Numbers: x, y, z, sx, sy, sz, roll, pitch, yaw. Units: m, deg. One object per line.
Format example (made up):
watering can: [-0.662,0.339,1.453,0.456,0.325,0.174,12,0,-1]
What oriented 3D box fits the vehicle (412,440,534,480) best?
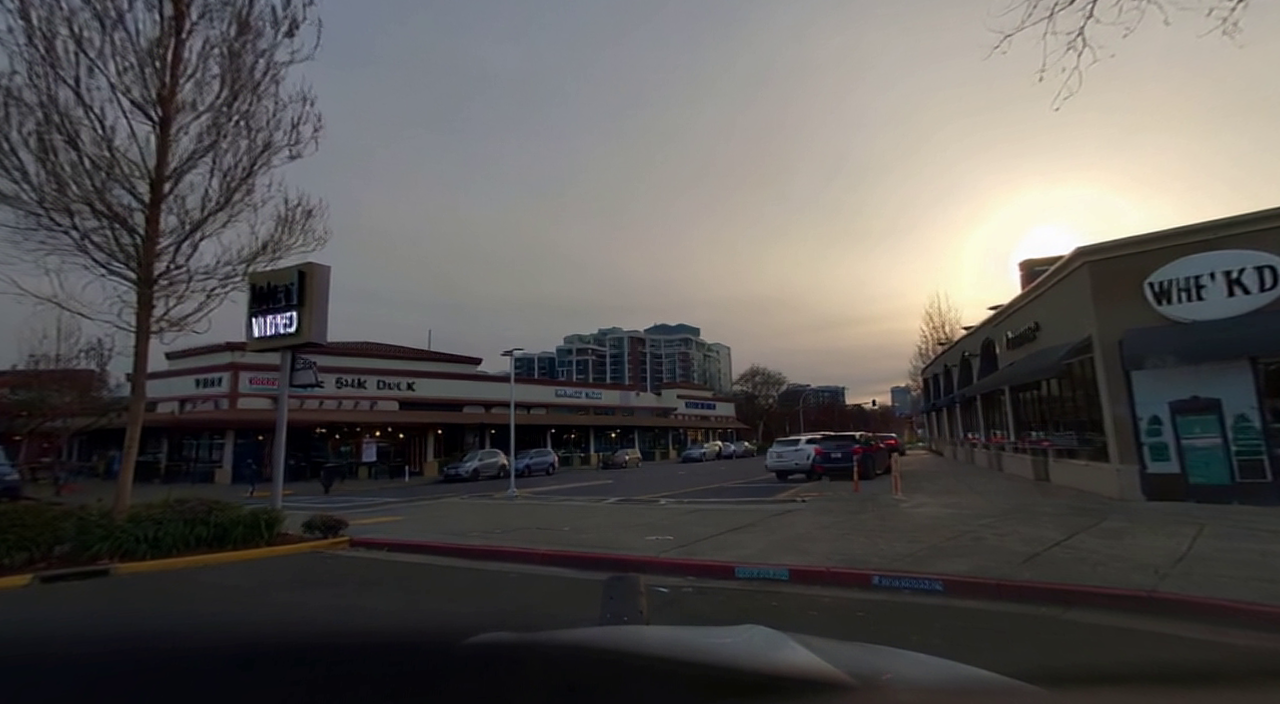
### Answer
vehicle: [-7.275,4.716,27.654,4.814,1.618,1.869,-2,-9,12]

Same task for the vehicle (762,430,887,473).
vehicle: [7.745,4.182,26.505,4.706,1.663,1.993,-4,-10,27]
